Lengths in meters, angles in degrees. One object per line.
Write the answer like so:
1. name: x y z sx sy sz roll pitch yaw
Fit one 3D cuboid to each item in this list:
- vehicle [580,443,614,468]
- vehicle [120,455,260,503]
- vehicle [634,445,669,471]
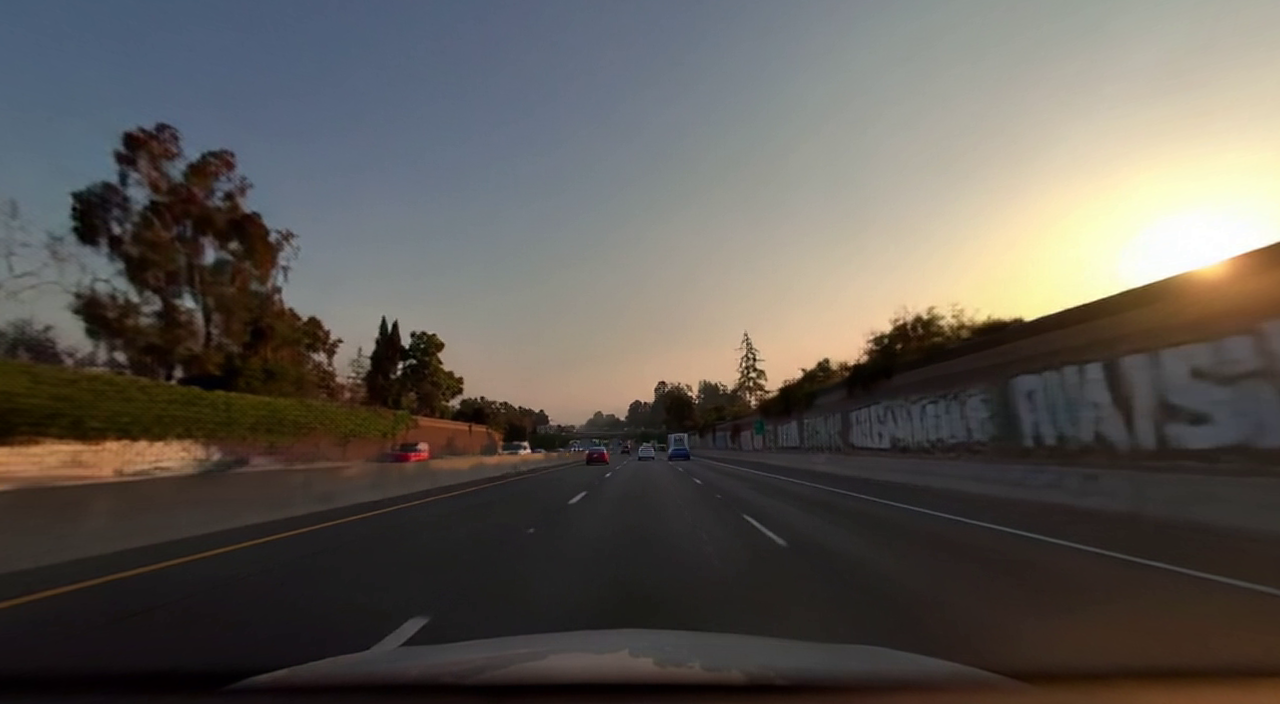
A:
1. vehicle: -2.983 7.352 44.794 2.095 1.671 4.193 0 -9 1
2. vehicle: -15.939 4.482 22.651 1.830 1.480 4.231 0 -9 1
3. vehicle: 0.684 6.507 38.930 2.009 1.506 4.091 0 -9 0
